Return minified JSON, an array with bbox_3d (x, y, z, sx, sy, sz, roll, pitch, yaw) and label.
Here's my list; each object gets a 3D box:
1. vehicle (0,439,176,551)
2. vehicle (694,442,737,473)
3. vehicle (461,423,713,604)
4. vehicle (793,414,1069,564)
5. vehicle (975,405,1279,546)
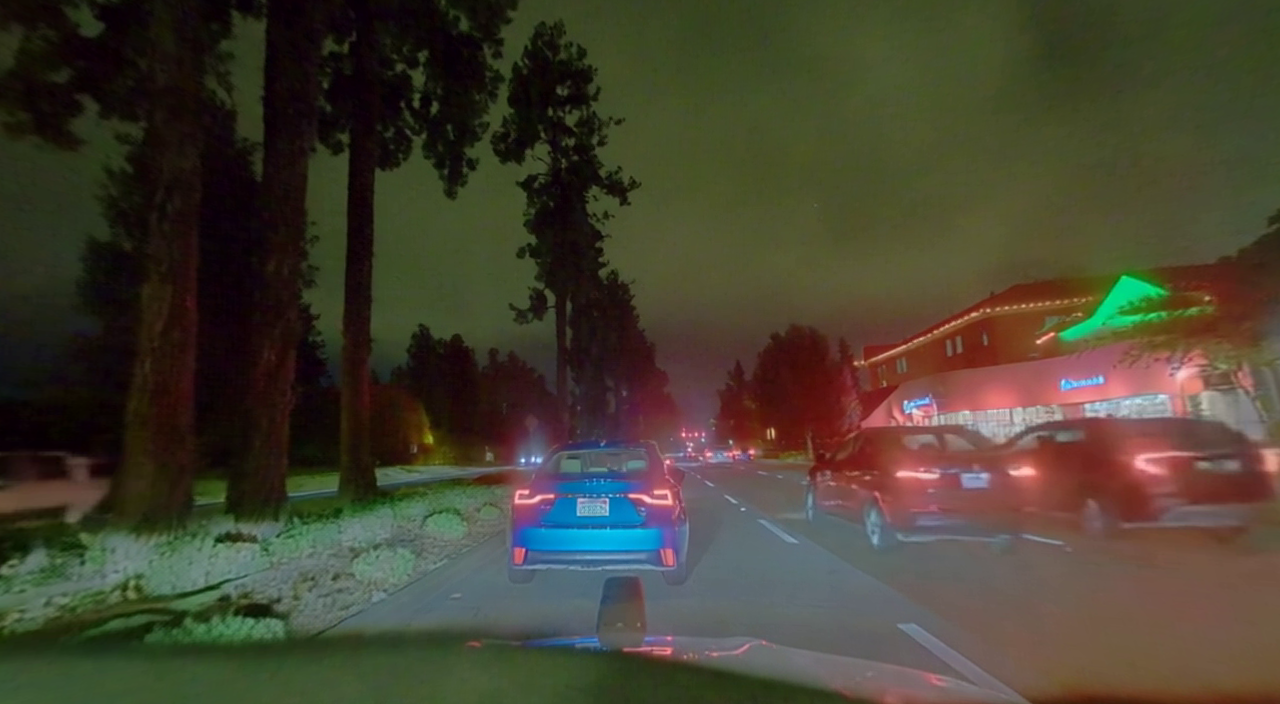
[{"bbox_3d":[-12.083,2.602,11.771,2.257,1.904,5.751,0,-9,1],"label":"vehicle"},{"bbox_3d":[4.274,6.034,36.108,1.946,1.648,4.230,0,-9,1],"label":"vehicle"},{"bbox_3d":[-0.454,1.668,7.368,2.111,1.506,4.018,0,-8,0],"label":"vehicle"},{"bbox_3d":[3.730,1.827,9.125,1.971,1.637,4.317,0,-9,1],"label":"vehicle"},{"bbox_3d":[7.610,1.864,10.051,2.064,1.747,4.372,0,-9,1],"label":"vehicle"}]
